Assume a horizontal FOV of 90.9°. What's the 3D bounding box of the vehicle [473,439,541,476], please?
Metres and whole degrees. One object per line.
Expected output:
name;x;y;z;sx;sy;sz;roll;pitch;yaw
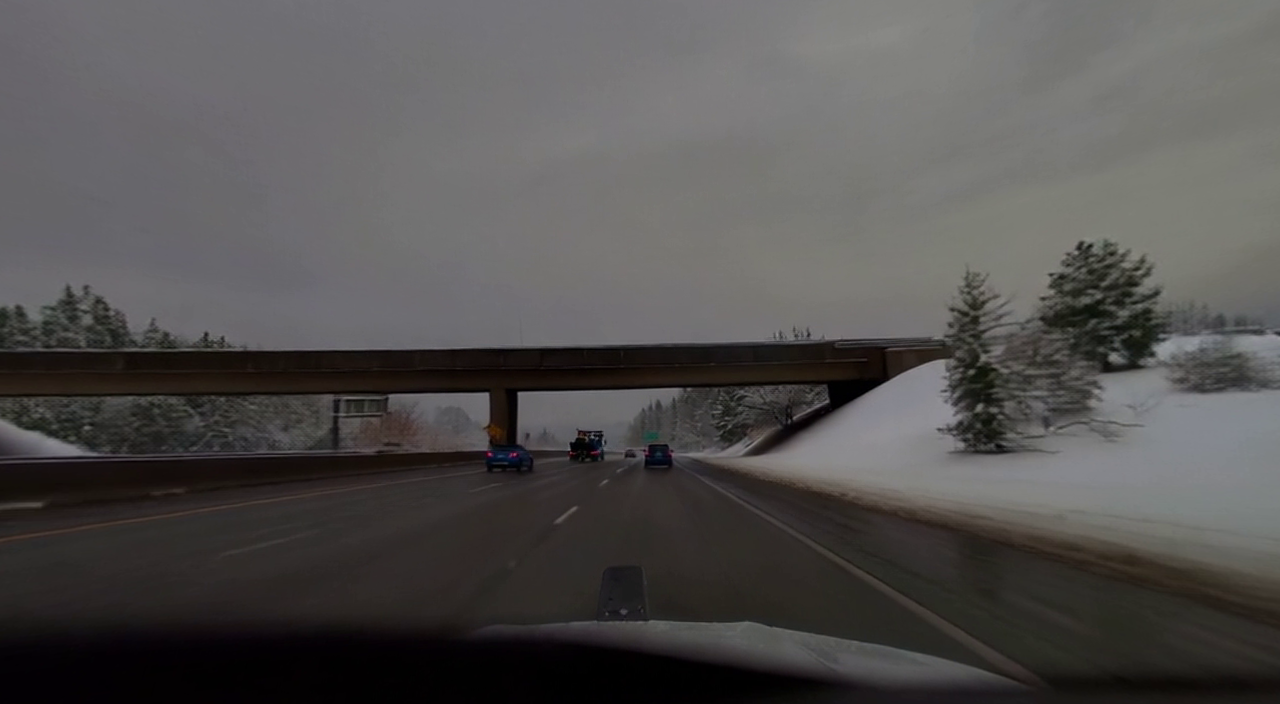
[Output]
vehicle;-6.319;5.049;30.573;2.115;1.644;4.513;0;-8;3

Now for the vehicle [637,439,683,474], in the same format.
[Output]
vehicle;1.074;5.634;34.343;2.336;1.722;4.212;0;-8;2

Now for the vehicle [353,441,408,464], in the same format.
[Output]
vehicle;-19.743;7.619;48.175;1.886;1.606;4.950;0;-8;3
